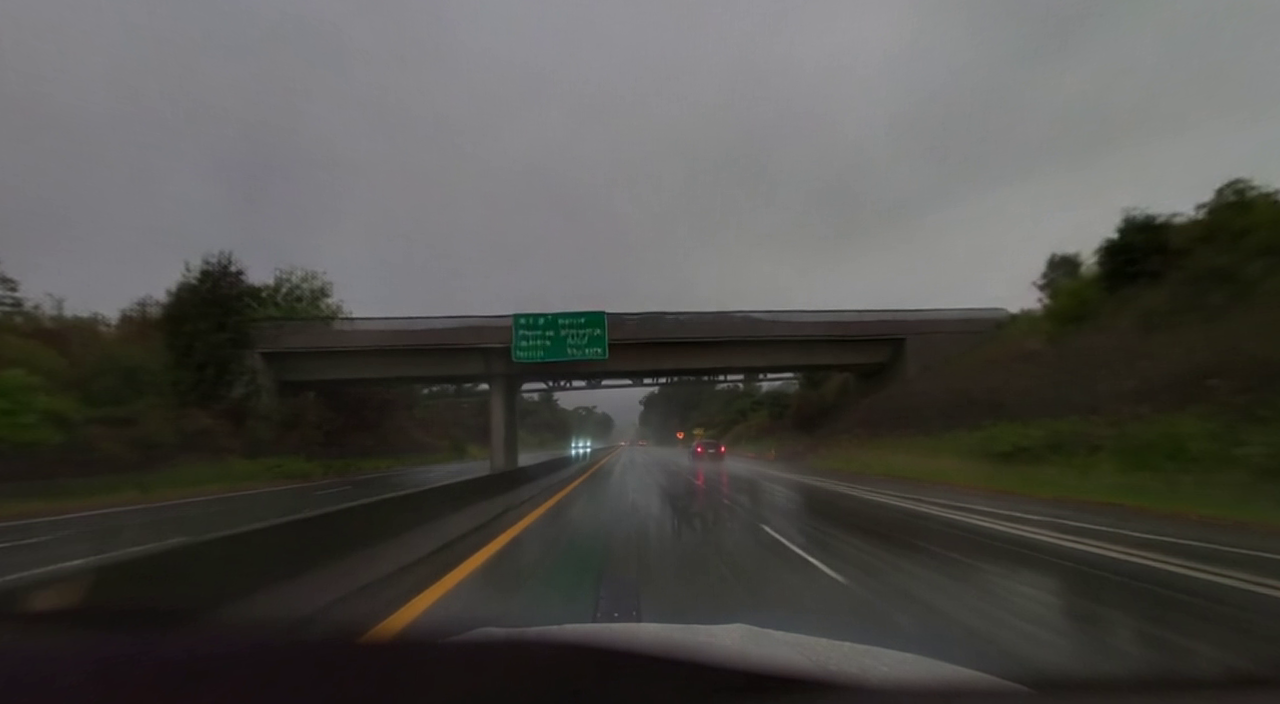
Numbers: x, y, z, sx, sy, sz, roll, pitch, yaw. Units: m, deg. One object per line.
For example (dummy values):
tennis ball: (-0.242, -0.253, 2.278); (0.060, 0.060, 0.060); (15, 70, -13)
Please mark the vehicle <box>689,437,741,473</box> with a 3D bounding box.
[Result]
vehicle: (3.264, 4.545, 27.965); (1.781, 1.470, 3.540); (0, -8, -2)
